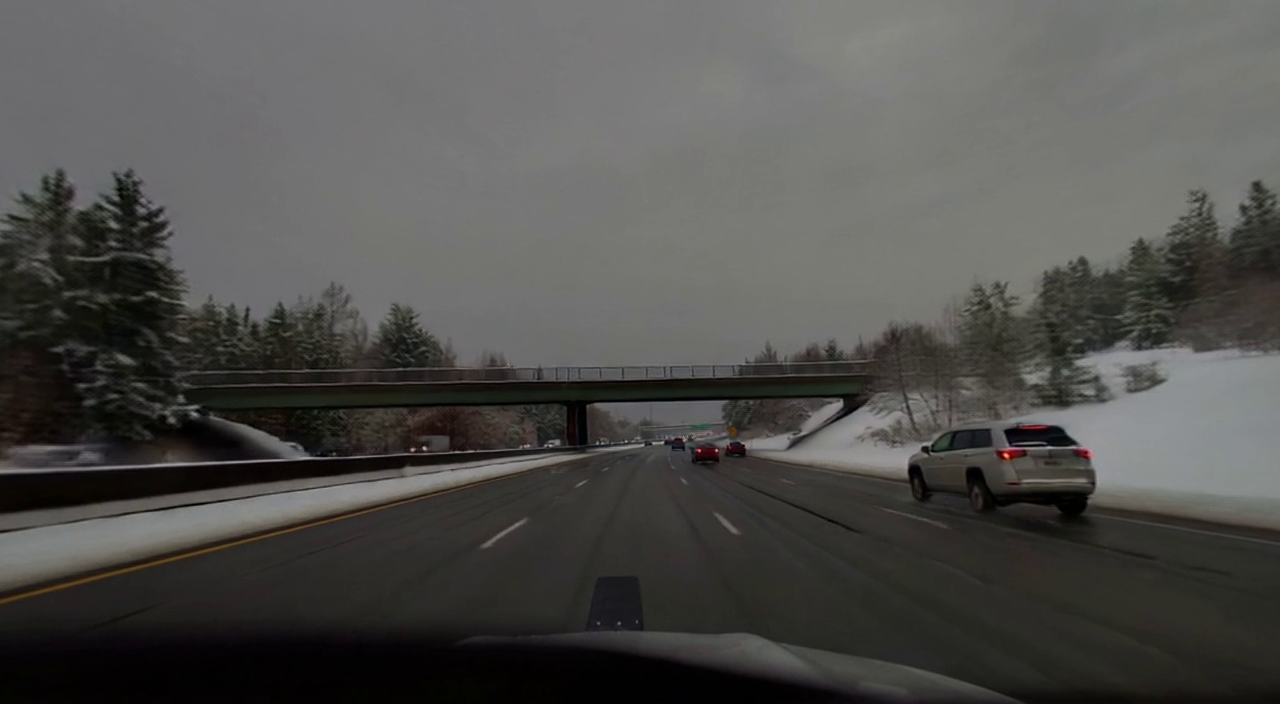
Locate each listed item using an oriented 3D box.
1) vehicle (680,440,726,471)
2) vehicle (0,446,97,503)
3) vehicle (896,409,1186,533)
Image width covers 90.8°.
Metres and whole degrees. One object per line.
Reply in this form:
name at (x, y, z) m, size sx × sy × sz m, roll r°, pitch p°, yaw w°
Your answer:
vehicle at (3.173, 5.328, 32.779) m, size 1.981 × 1.471 × 4.342 m, roll 0°, pitch -9°, yaw 0°
vehicle at (-20.496, 3.900, 20.316) m, size 1.986 × 1.730 × 4.558 m, roll 0°, pitch -9°, yaw 0°
vehicle at (6.963, 2.127, 11.882) m, size 2.087 × 1.806 × 4.946 m, roll 0°, pitch -9°, yaw -1°
